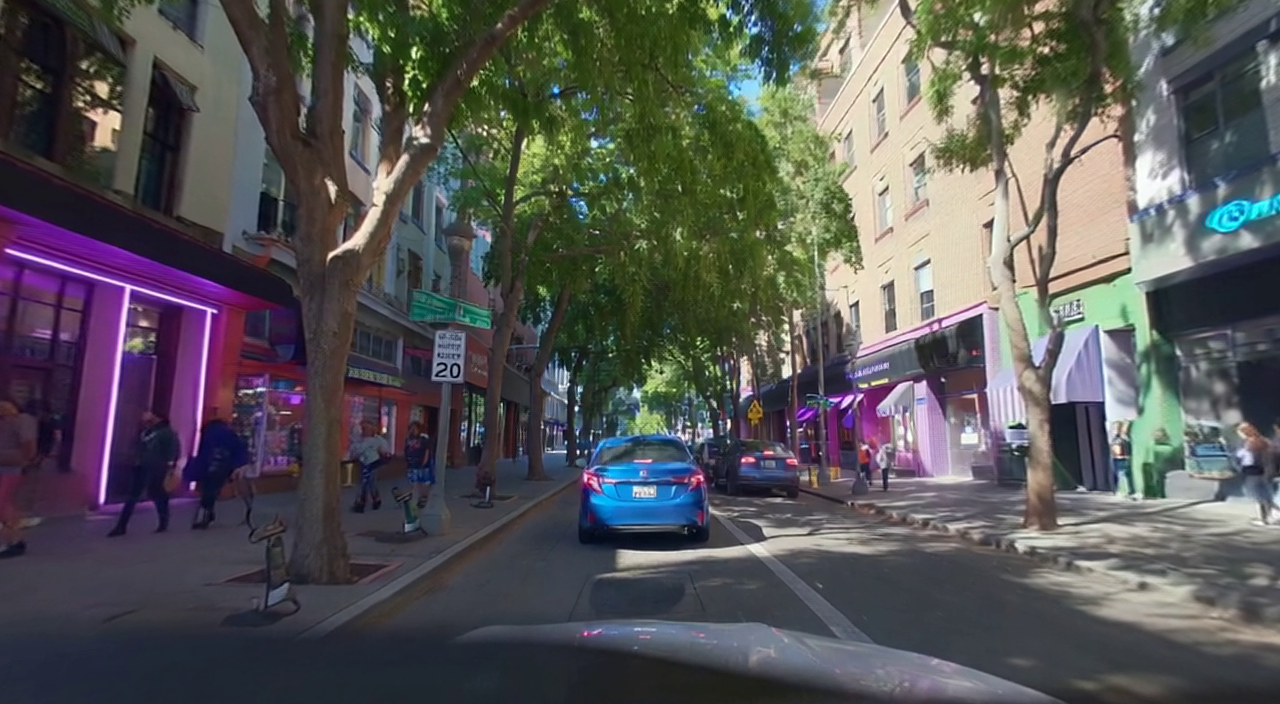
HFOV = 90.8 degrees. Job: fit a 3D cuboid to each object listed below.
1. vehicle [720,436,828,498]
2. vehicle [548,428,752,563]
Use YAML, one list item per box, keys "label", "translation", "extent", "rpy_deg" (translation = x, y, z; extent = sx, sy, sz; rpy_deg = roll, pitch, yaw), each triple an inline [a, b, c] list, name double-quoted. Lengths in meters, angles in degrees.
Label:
- label: "vehicle"
  translation: [3.621, 3.188, 17.953]
  extent: [2.025, 1.523, 4.426]
  rpy_deg: [0, -9, -1]
- label: "vehicle"
  translation: [0.076, 1.903, 9.128]
  extent: [2.261, 1.474, 4.130]
  rpy_deg: [0, -8, -1]
